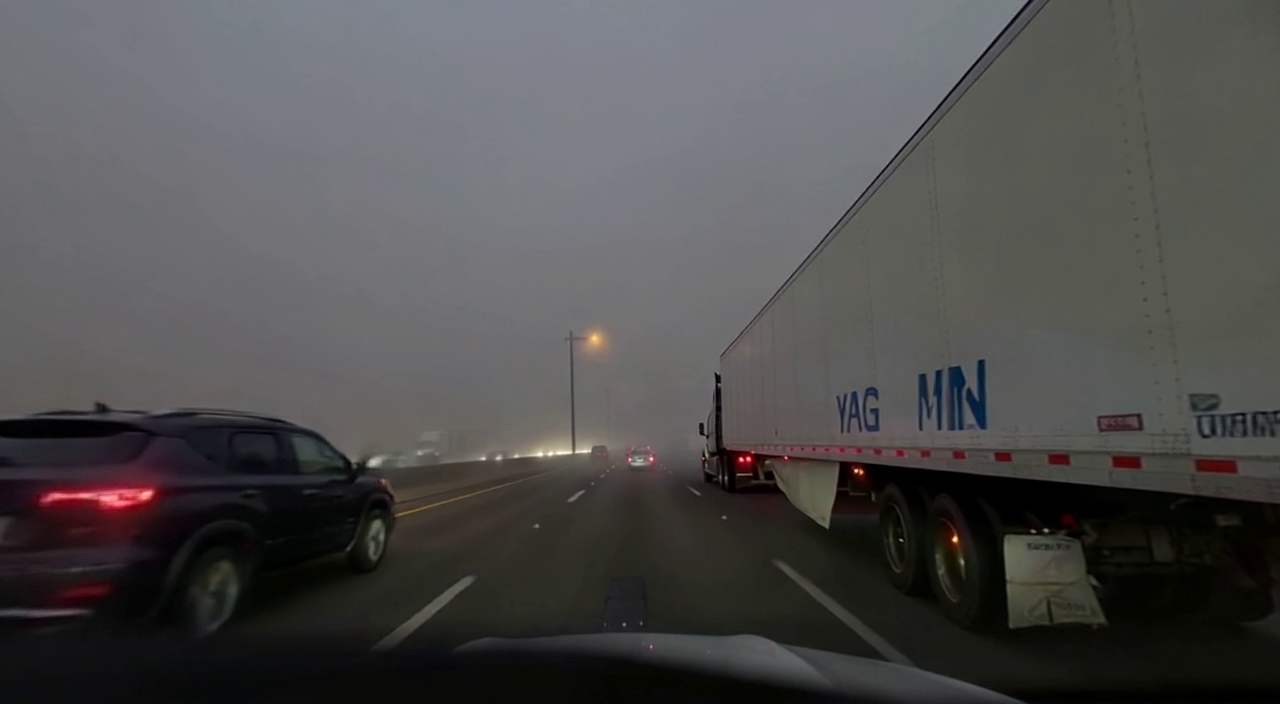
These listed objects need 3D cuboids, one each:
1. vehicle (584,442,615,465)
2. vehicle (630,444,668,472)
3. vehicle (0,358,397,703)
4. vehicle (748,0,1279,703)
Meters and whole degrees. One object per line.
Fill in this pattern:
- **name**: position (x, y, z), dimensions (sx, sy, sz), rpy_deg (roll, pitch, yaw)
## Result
- **vehicle**: position (-3.091, 7.908, 49.247), dimensions (2.058, 1.711, 4.226), rpy_deg (0, -9, 1)
- **vehicle**: position (0.463, 5.980, 35.832), dimensions (2.063, 1.469, 4.208), rpy_deg (0, -9, 0)
- **vehicle**: position (-3.787, 1.165, 4.469), dimensions (2.091, 1.722, 4.974), rpy_deg (0, -9, 1)
- **vehicle**: position (3.894, 0.435, 8.175), dimensions (2.821, 4.077, 12.562), rpy_deg (0, -9, 0)
